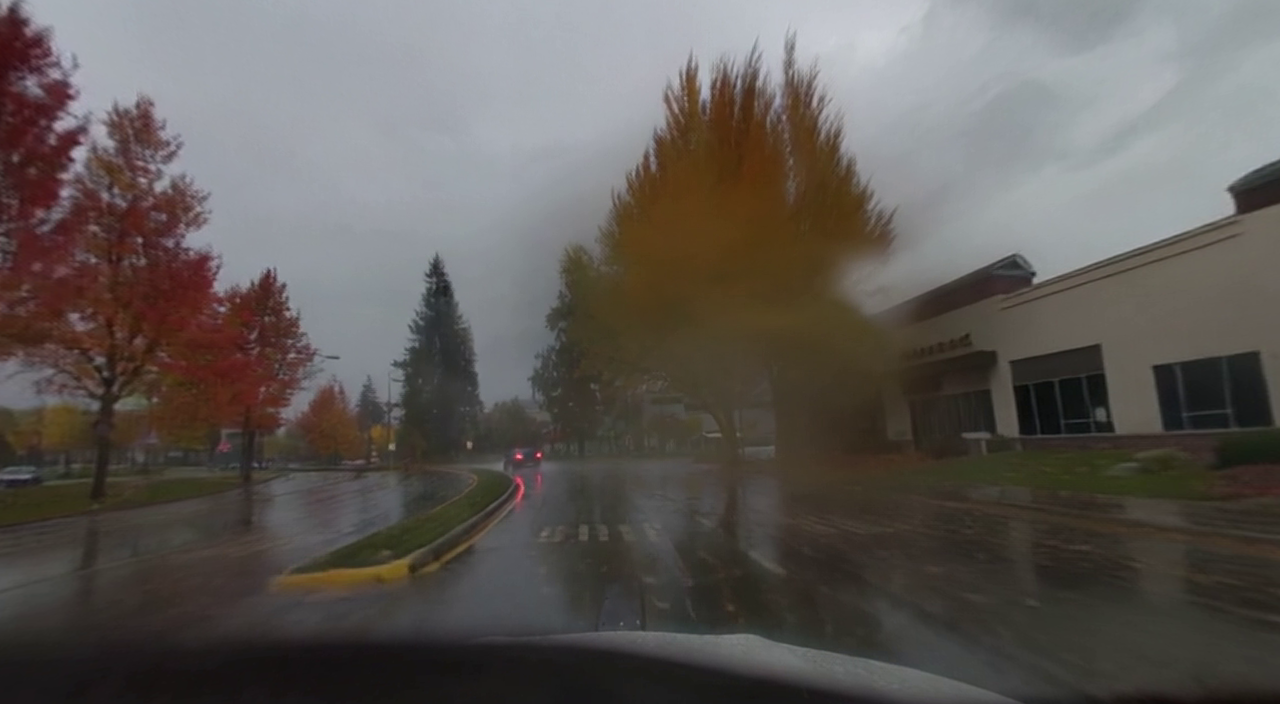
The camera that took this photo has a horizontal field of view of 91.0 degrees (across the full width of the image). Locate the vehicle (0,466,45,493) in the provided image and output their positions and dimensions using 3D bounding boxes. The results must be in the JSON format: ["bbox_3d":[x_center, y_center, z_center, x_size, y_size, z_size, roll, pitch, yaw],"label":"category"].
[{"bbox_3d":[-48.853,9.831,48.869,1.992,1.906,4.724,3,-10,-21],"label":"vehicle"}]

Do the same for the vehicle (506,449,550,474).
[{"bbox_3d":[-7.421,7.165,41.443,2.018,1.512,4.304,3,-10,-21],"label":"vehicle"}]
